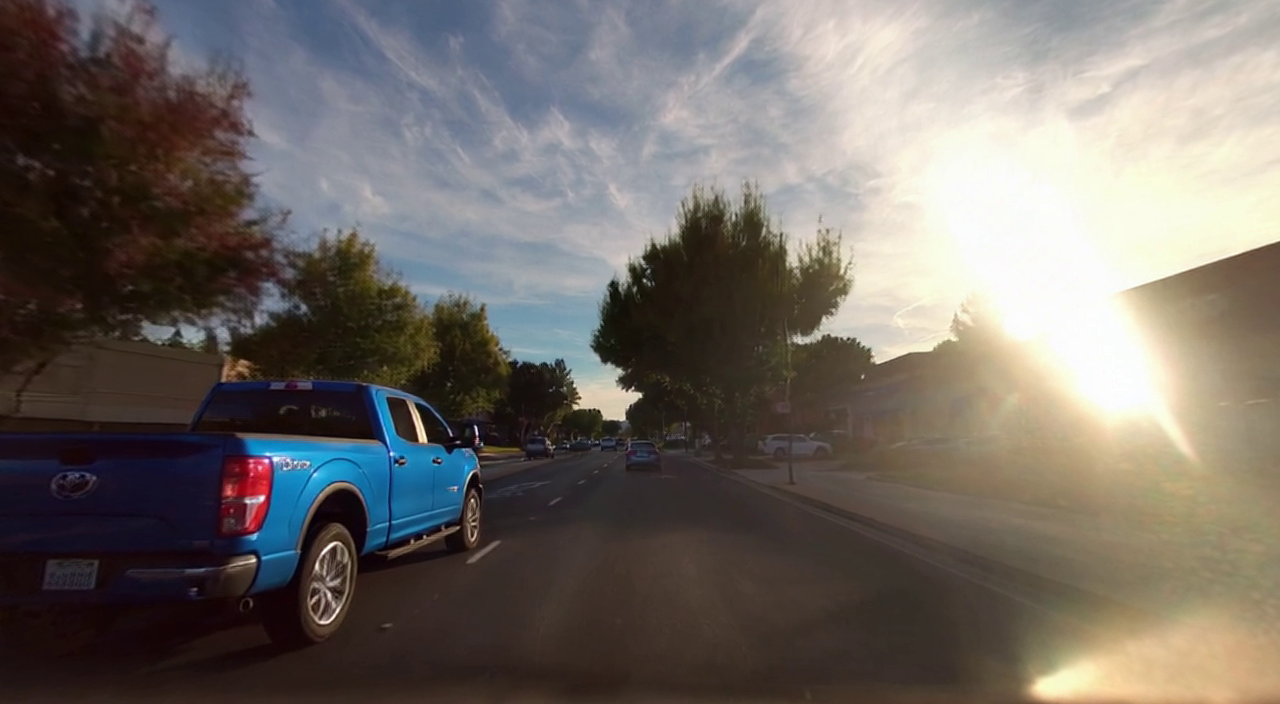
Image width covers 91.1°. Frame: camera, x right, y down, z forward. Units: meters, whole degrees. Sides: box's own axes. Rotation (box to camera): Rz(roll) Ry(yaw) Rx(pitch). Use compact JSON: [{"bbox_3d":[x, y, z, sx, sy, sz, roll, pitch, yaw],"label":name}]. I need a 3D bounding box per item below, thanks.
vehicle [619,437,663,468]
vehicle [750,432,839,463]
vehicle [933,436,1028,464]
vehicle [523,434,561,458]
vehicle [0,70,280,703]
[{"bbox_3d":[0.045,5.311,33.452,2.191,1.530,4.470,0,-8,0],"label":"vehicle"},{"bbox_3d":[9.453,5.816,38.329,5.109,1.735,1.997,4,-9,-25],"label":"vehicle"},{"bbox_3d":[20.620,5.919,38.064,4.836,1.567,2.051,-5,-10,31],"label":"vehicle"},{"bbox_3d":[-7.721,7.471,49.988,2.146,1.788,5.153,0,-8,0],"label":"vehicle"},{"bbox_3d":[-3.506,0.177,0.884,2.733,2.495,5.037,-1,-8,3],"label":"vehicle"}]
